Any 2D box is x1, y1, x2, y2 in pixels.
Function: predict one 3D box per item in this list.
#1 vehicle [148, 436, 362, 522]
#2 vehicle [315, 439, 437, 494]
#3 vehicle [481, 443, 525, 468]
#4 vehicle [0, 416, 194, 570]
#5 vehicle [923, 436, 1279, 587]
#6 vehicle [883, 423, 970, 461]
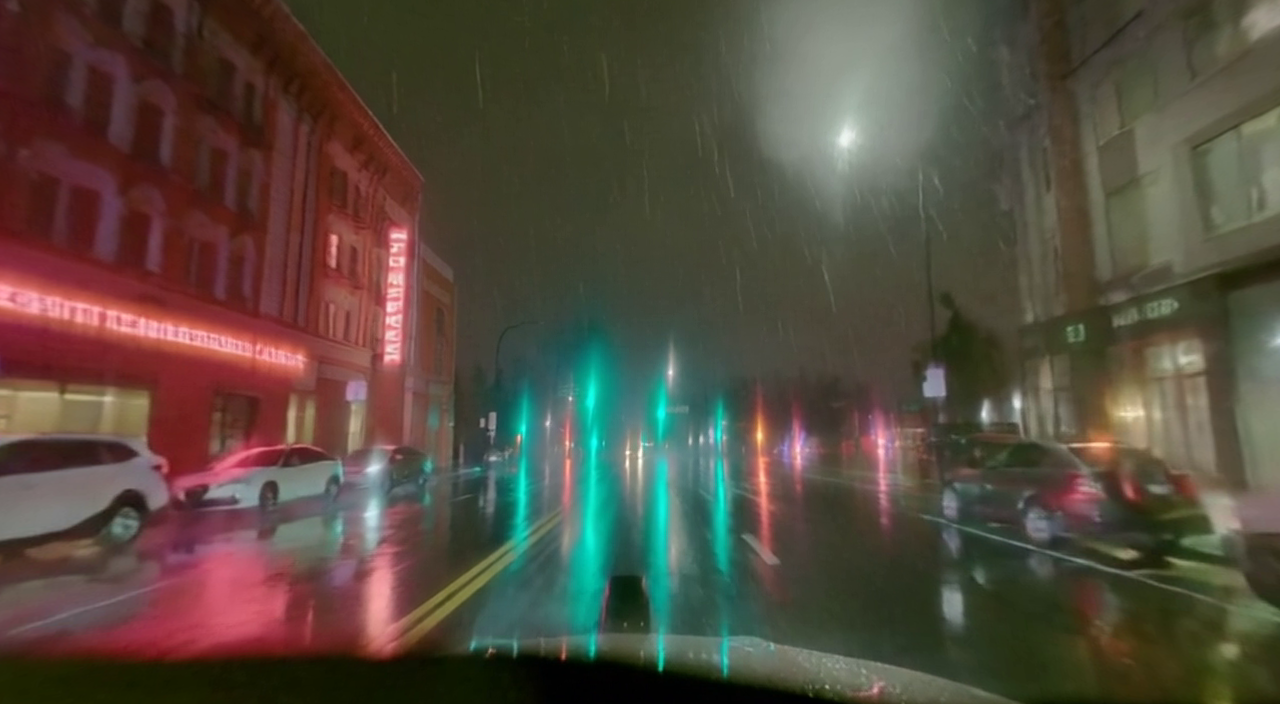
[{"bbox_3d":[-8.940,2.946,15.332,2.004,1.709,4.941,0,-8,1],"label":"vehicle"},{"bbox_3d":[-8.695,3.784,21.268,1.961,1.627,4.634,0,-8,2],"label":"vehicle"},{"bbox_3d":[-8.902,6.773,41.382,1.908,1.529,4.522,0,-8,-1],"label":"vehicle"},{"bbox_3d":[-8.871,1.848,8.487,2.140,1.861,4.801,-1,-9,1],"label":"vehicle"},{"bbox_3d":[6.090,2.039,9.074,1.989,1.571,4.607,0,-8,2],"label":"vehicle"},{"bbox_3d":[15.362,4.886,34.208,2.180,1.848,5.417,0,-8,1],"label":"vehicle"}]
